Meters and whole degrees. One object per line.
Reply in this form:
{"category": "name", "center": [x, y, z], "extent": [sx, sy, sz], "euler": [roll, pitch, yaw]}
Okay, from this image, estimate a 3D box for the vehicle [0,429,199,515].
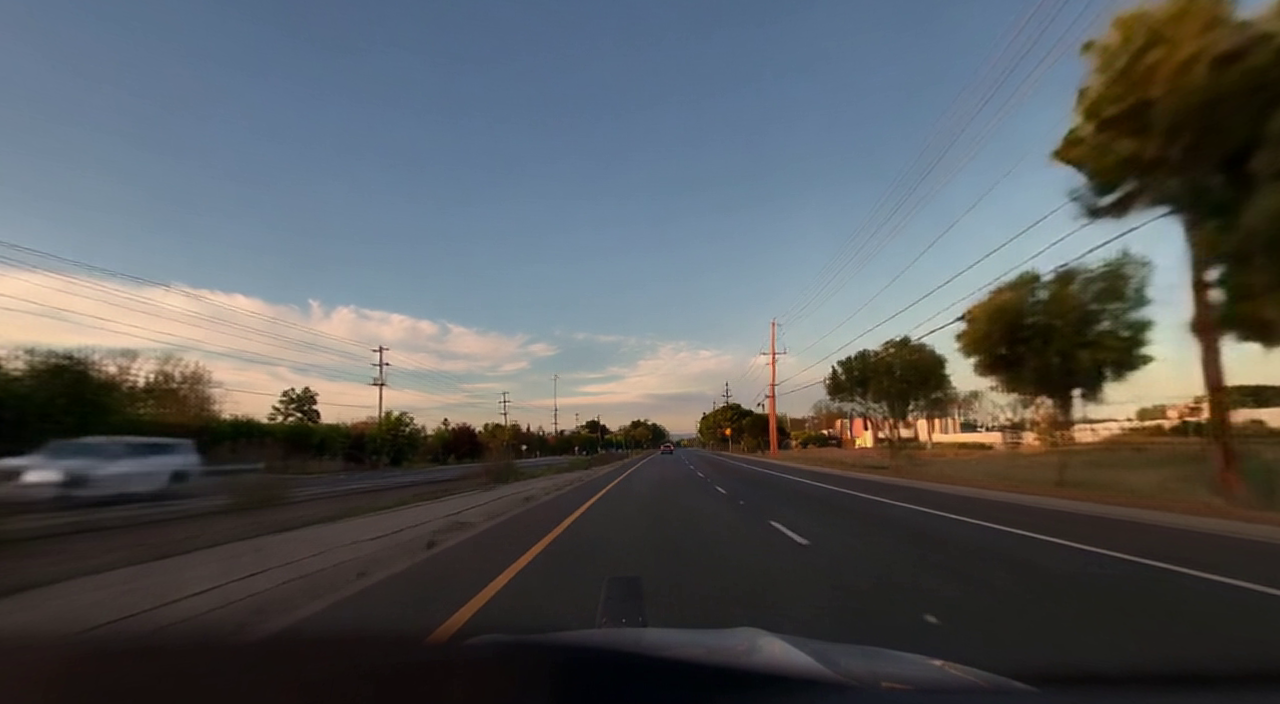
{"category": "vehicle", "center": [-16.563, 3.449, 18.692], "extent": [2.429, 2.067, 6.210], "euler": [-1, -9, 1]}
